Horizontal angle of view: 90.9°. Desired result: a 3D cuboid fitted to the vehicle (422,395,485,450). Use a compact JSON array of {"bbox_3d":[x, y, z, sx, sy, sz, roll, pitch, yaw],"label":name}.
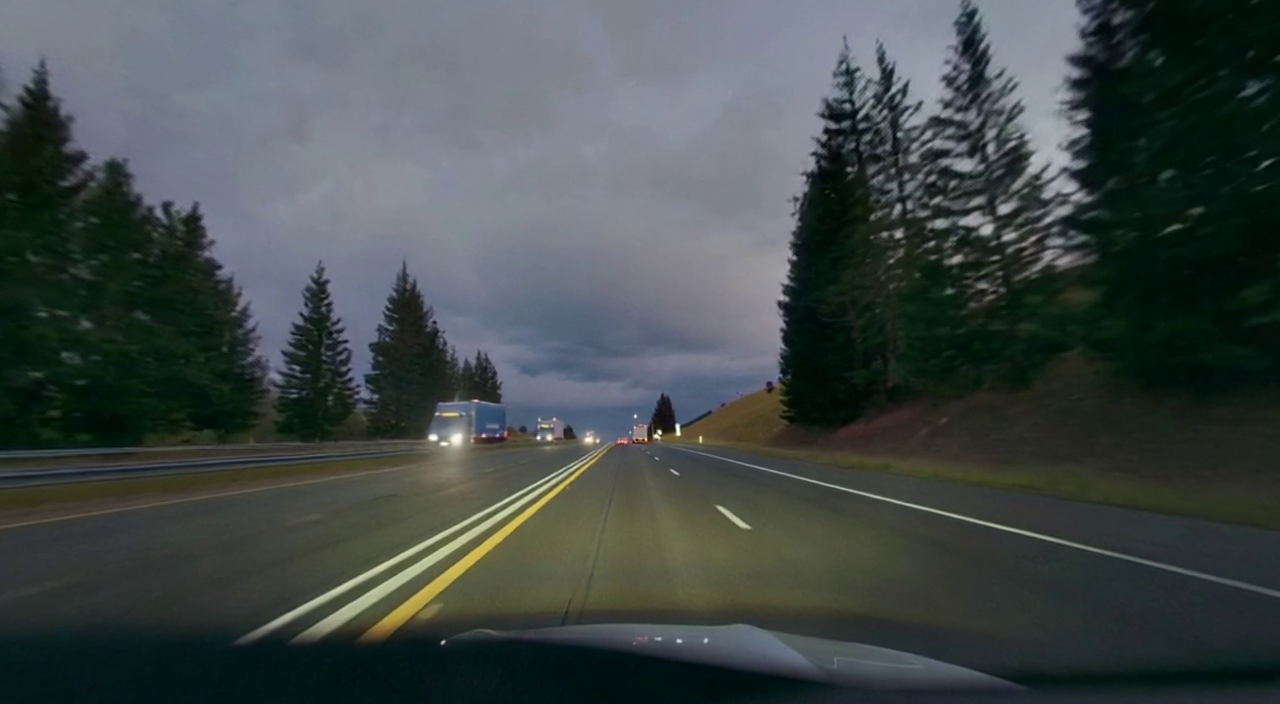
[{"bbox_3d":[-13.975,5.393,47.786,3.008,3.852,6.229,0,-8,-3],"label":"vehicle"}]
